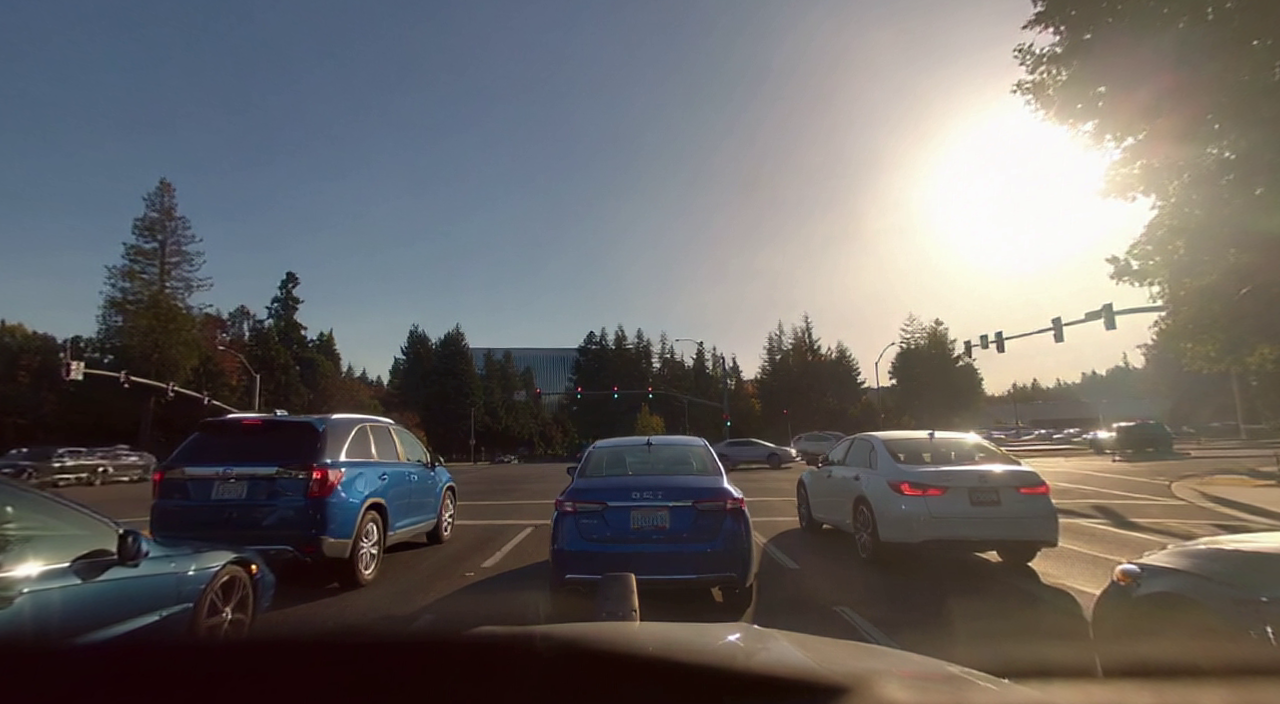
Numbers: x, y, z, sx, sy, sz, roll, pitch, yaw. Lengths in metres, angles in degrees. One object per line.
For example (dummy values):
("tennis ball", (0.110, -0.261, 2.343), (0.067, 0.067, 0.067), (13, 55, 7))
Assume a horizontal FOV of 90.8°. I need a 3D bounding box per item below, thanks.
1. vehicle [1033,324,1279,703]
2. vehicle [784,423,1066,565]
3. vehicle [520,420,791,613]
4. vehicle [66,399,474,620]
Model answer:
("vehicle", (3.231, 0.618, 1.174), (2.178, 1.691, 4.314), (0, -9, 0))
("vehicle", (3.533, 1.841, 8.956), (1.874, 1.487, 4.404), (0, -9, -1))
("vehicle", (0.062, 1.592, 7.023), (2.114, 1.482, 4.056), (0, -9, -2))
("vehicle", (-3.417, 1.535, 7.059), (1.958, 1.693, 4.242), (0, -9, 0))
